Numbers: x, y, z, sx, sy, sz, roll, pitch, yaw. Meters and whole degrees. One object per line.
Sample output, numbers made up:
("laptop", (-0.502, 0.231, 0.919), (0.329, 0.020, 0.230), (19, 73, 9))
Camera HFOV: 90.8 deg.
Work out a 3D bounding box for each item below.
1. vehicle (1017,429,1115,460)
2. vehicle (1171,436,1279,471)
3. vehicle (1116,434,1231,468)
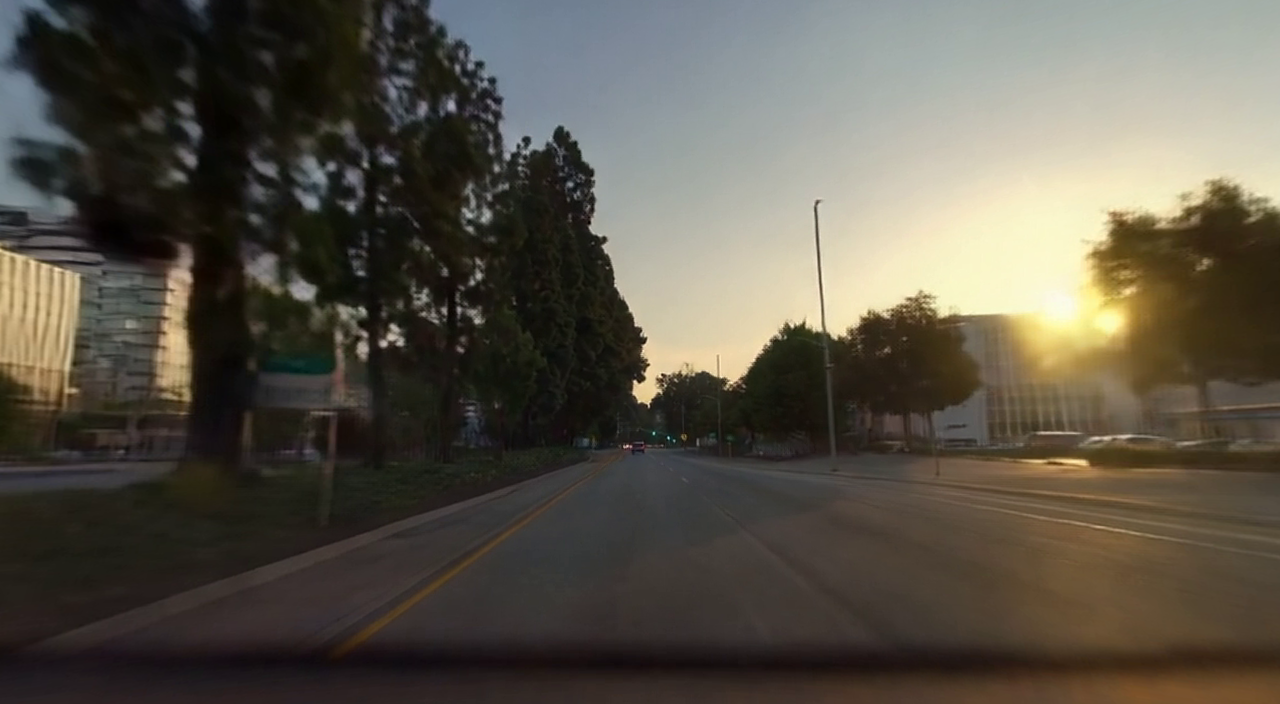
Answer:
("vehicle", (30.020, 6.561, 44.611), (5.244, 1.992, 2.226), (-1, -9, -3))
("vehicle", (31.248, 5.352, 33.393), (4.279, 1.743, 2.003), (-1, -9, 7))
("vehicle", (30.483, 5.642, 36.184), (4.633, 1.754, 2.017), (-1, -8, 1))
